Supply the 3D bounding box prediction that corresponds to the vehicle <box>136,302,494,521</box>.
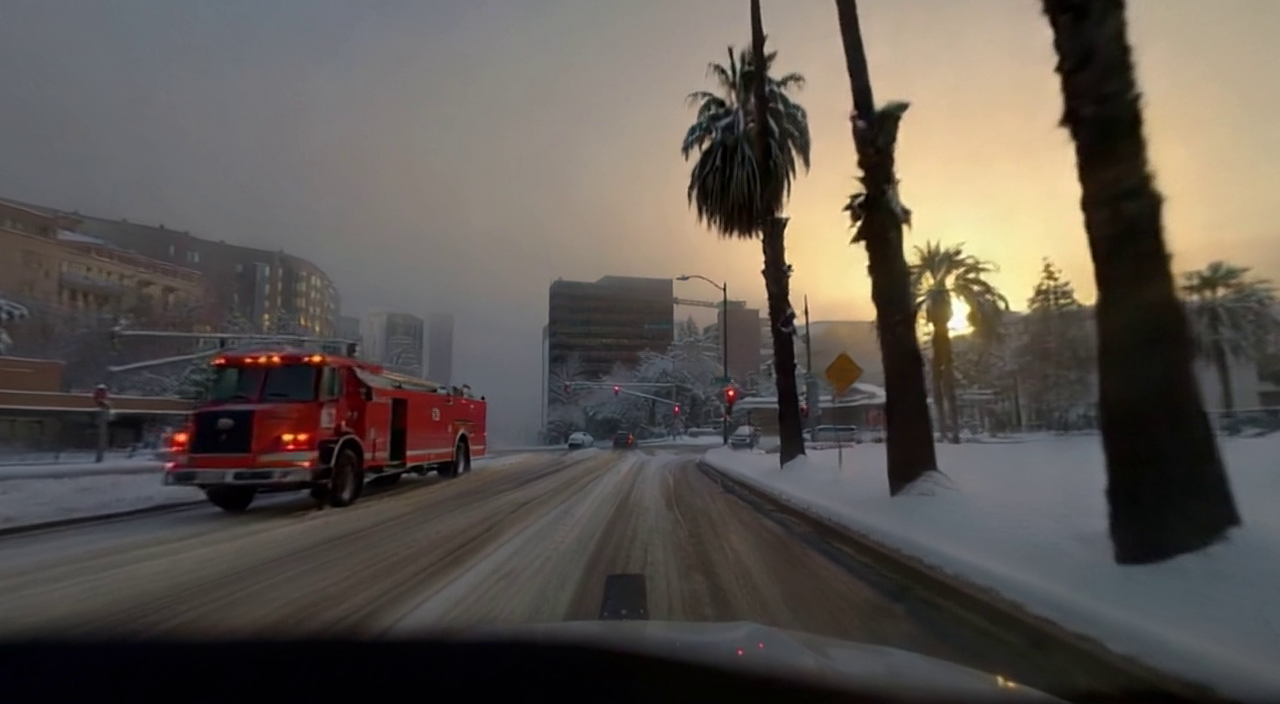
[{"bbox_3d":[-6.845,1.826,16.558,3.008,3.730,11.786,0,-8,1],"label":"vehicle"}]
